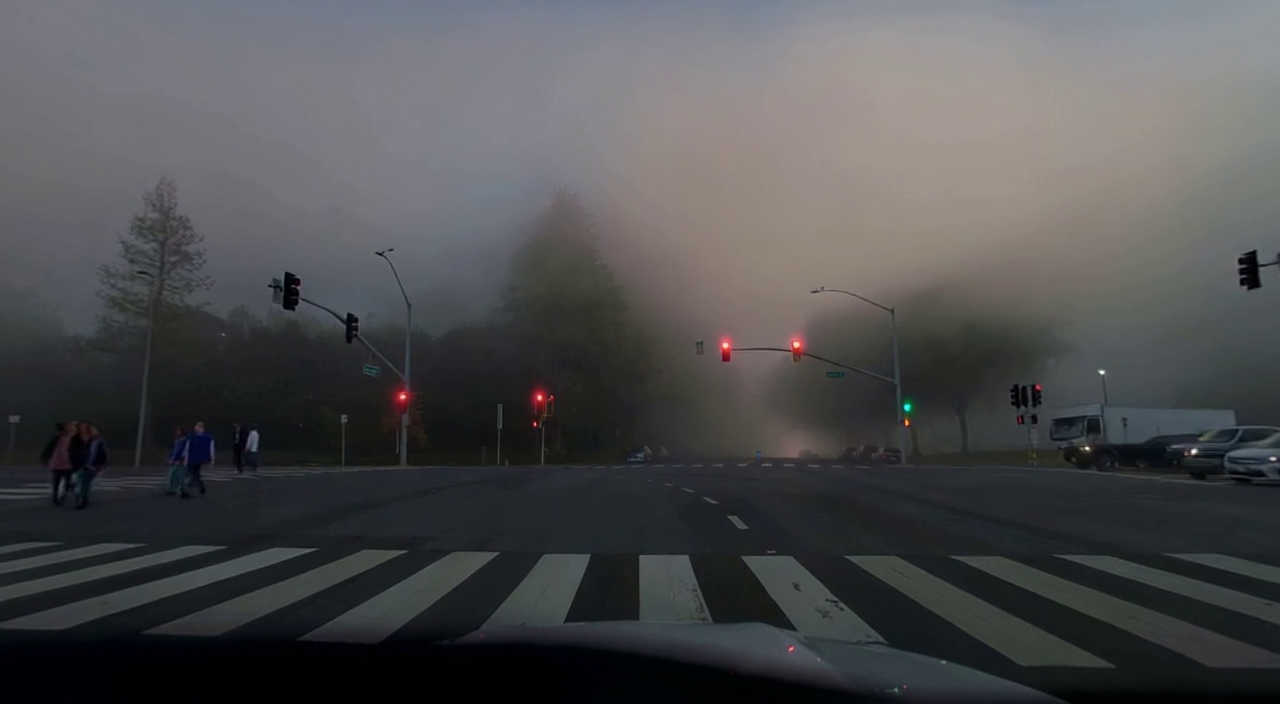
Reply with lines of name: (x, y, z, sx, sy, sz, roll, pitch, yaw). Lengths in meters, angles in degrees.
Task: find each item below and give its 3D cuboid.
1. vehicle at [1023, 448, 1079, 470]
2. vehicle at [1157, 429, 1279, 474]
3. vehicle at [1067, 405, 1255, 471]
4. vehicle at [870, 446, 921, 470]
vehicle: (27.714, 7.225, 42.718, 1.589, 1.405, 3.633, -1, -9, 4)
vehicle: (21.059, 3.400, 21.736, 4.740, 1.464, 1.876, -1, -9, 3)
vehicle: (22.947, 3.860, 28.103, 5.855, 2.746, 2.523, -1, -9, 3)
vehicle: (17.521, 7.244, 43.513, 1.789, 1.557, 4.293, 0, -9, 1)
